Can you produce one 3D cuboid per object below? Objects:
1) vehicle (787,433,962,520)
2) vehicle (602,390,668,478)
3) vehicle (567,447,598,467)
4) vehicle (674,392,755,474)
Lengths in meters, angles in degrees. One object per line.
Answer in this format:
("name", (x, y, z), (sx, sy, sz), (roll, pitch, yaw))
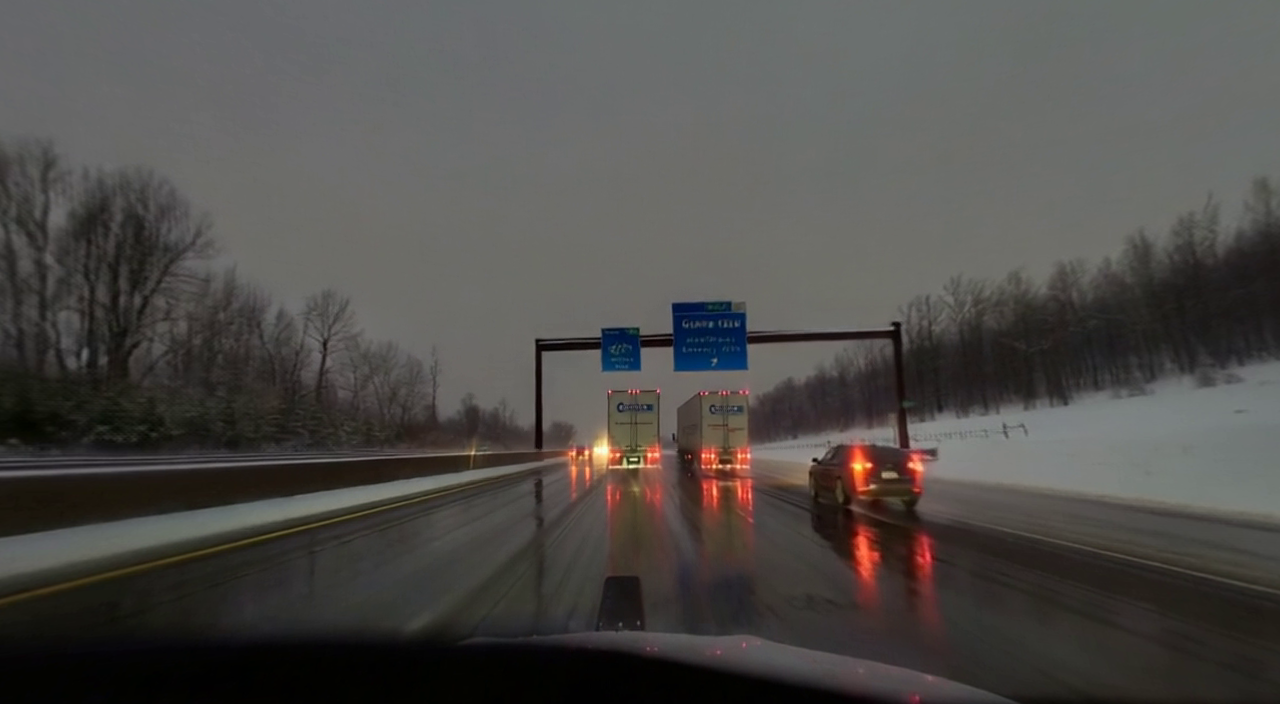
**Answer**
("vehicle", (4.735, 2.594, 13.681), (2.086, 1.530, 4.808), (-1, -9, 2))
("vehicle", (-0.244, 4.292, 32.342), (2.864, 3.805, 9.709), (0, -9, 0))
("vehicle", (-4.432, 8.129, 48.992), (2.067, 1.452, 4.085), (0, -9, 0))
("vehicle", (4.198, 5.236, 39.546), (3.044, 4.128, 14.482), (0, -9, -1))
